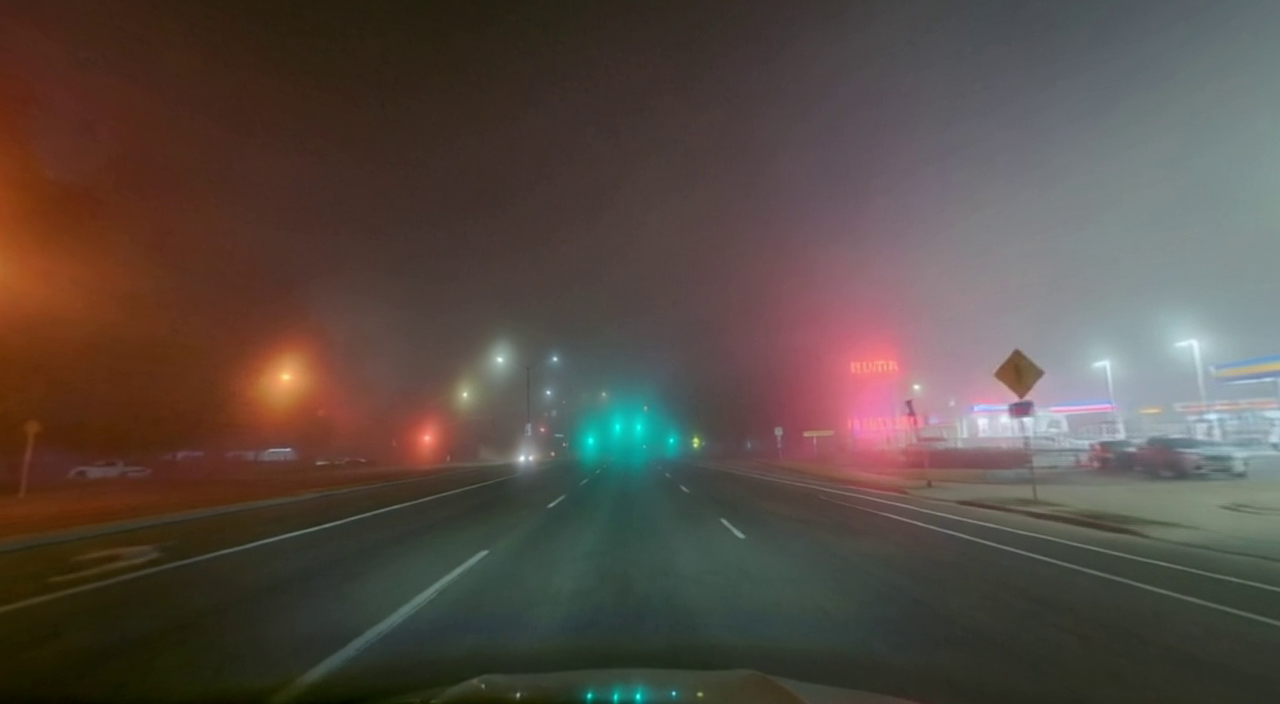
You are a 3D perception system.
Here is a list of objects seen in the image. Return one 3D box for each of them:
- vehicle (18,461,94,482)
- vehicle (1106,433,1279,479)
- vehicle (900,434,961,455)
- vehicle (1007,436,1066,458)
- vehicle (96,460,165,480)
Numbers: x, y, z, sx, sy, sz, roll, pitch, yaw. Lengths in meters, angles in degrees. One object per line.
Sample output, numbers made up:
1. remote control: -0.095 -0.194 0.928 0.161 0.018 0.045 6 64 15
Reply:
1. vehicle: -45.002 9.183 48.784 1.876 1.475 4.116 0 -9 0
2. vehicle: 18.340 3.370 20.578 4.674 1.399 1.987 0 -8 0
3. vehicle: 20.707 6.616 45.110 3.526 1.430 1.698 0 -9 1
4. vehicle: 29.750 7.166 47.566 1.784 1.567 3.930 -1 -9 -1
5. vehicle: -39.387 9.113 48.944 1.676 1.381 4.392 0 -8 1
